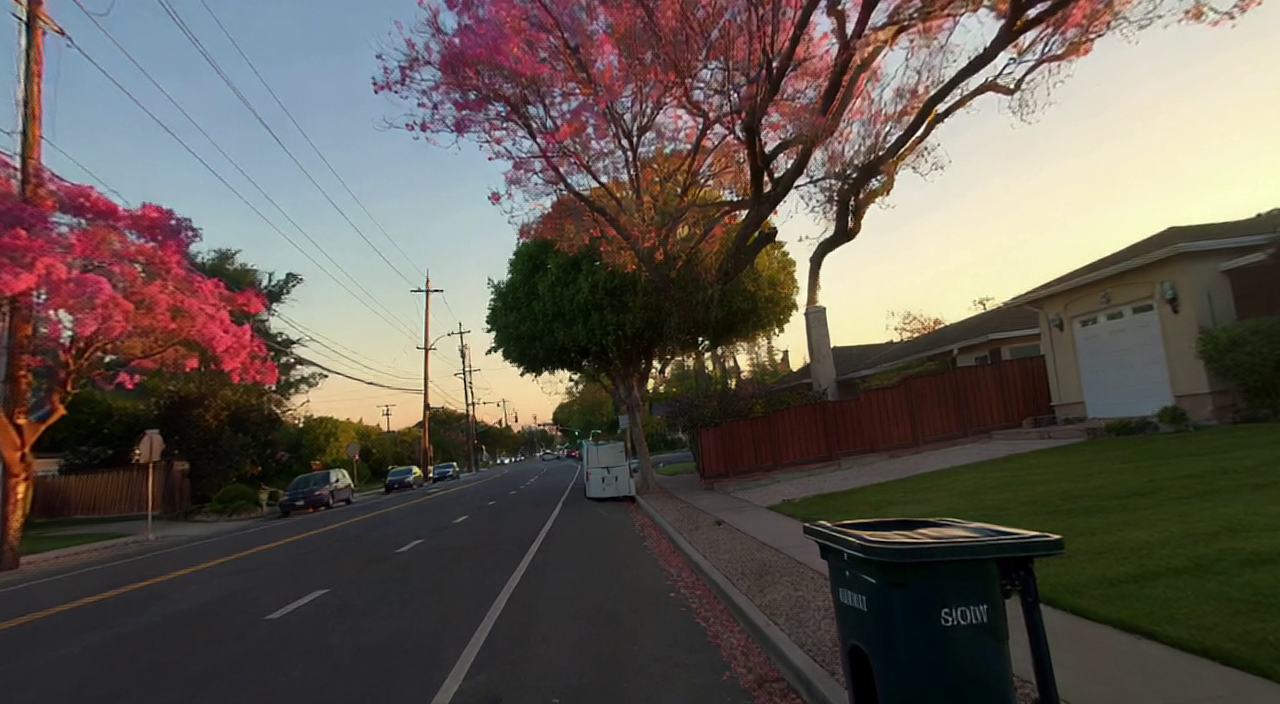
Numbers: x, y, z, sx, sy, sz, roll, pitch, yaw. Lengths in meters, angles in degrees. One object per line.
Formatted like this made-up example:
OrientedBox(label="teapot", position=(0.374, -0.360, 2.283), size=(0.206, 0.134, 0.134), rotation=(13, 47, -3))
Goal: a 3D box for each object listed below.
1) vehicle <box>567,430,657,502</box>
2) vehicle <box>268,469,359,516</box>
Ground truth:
OrientedBox(label="vehicle", position=(-0.829, 3.067, 17.388), size=(2.190, 1.708, 4.115), rotation=(0, -8, -4))
OrientedBox(label="vehicle", position=(-13.772, 5.911, 26.975), size=(1.982, 1.660, 4.142), rotation=(1, -8, -6))
